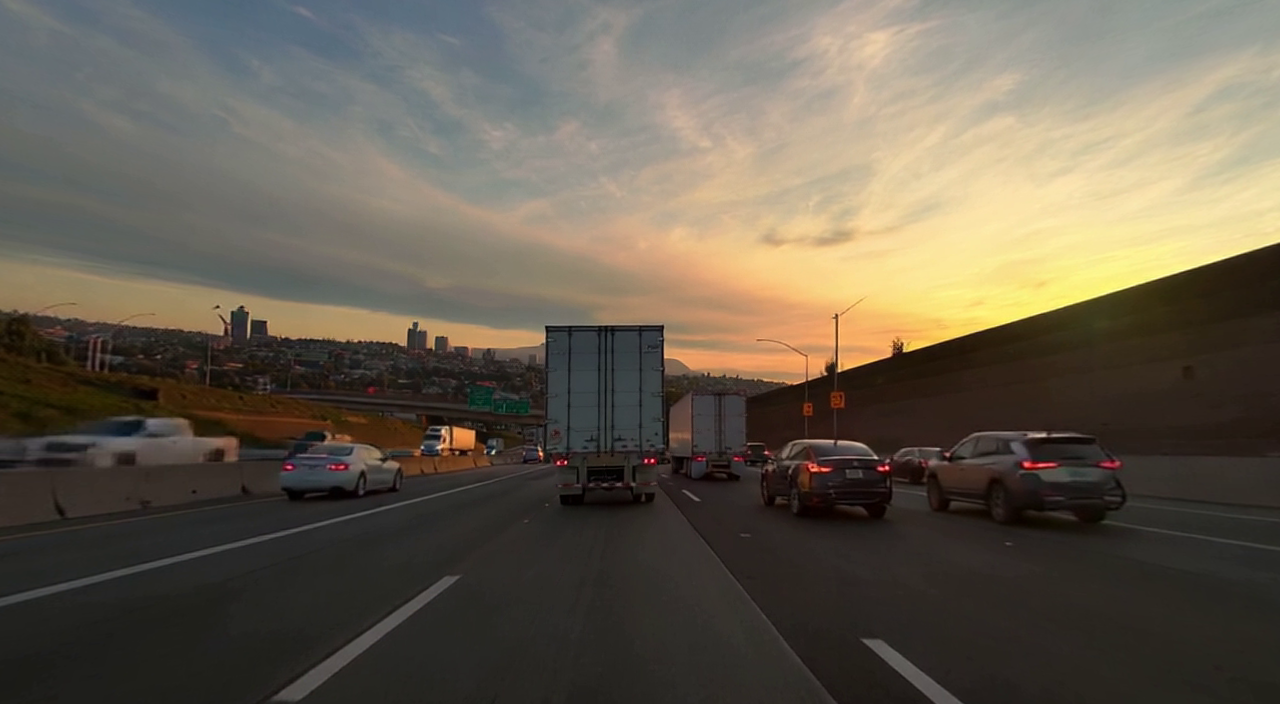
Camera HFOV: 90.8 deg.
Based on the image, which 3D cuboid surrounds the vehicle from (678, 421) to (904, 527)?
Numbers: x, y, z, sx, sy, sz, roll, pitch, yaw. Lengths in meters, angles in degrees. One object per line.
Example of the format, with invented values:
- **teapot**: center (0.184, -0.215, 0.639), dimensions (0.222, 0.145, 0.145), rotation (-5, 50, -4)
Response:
- **vehicle**: center (3.246, 3.391, 19.127), dimensions (2.869, 1.940, 14.755), rotation (0, -9, -2)

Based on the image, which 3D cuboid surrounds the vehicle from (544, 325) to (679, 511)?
- **vehicle**: center (-0.650, 2.215, 19.197), dimensions (2.906, 4.040, 10.743), rotation (0, -9, 0)

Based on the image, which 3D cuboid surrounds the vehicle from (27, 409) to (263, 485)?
- **vehicle**: center (-12.918, 2.580, 17.139), dimensions (2.050, 1.703, 5.398), rotation (0, -9, 0)

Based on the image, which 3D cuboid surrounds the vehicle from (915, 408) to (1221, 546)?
- **vehicle**: center (6.977, 2.086, 11.142), dimensions (2.070, 1.888, 4.546), rotation (0, -9, -2)

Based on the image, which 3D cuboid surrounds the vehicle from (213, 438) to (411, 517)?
- **vehicle**: center (-7.101, 2.751, 14.423), dimensions (1.973, 1.471, 4.779), rotation (0, -9, 0)
